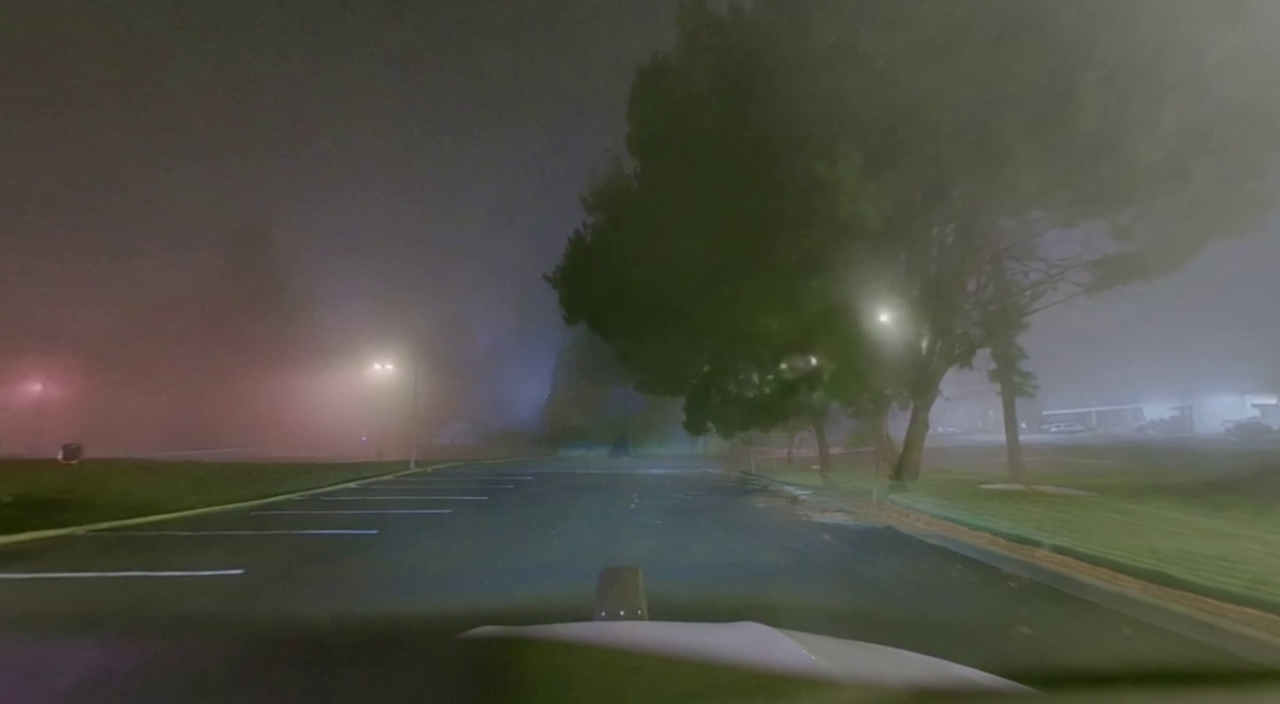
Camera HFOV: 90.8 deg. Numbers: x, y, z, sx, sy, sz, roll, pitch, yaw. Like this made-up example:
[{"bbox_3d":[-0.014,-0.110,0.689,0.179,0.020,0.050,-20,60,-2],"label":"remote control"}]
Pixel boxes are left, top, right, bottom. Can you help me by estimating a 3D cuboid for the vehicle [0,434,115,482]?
[{"bbox_3d":[-26.420,4.666,28.209,1.963,1.931,4.715,1,-8,-2],"label":"vehicle"}]
